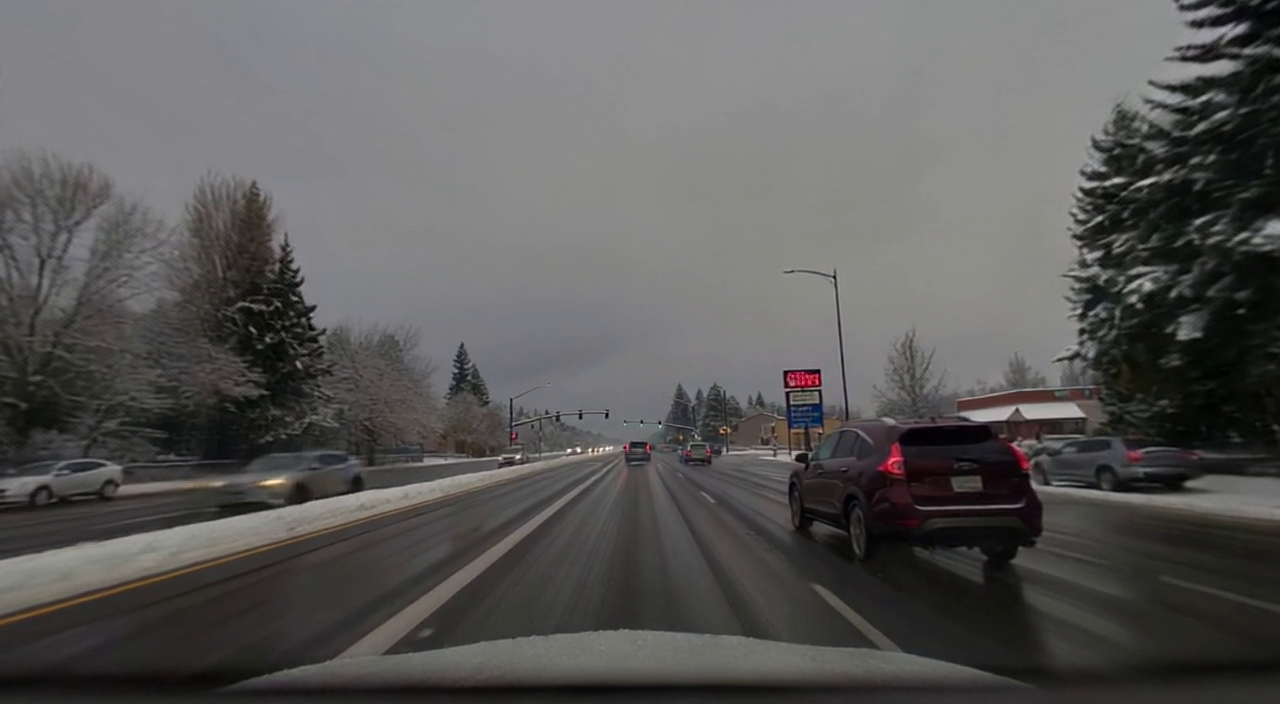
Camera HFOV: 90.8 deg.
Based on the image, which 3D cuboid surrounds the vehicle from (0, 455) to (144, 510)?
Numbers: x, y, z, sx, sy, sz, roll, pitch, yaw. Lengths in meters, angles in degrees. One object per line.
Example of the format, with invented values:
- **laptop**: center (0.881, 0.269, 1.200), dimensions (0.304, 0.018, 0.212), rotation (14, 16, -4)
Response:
- **vehicle**: center (-20.055, 4.344, 21.553), dimensions (2.201, 1.561, 5.095), rotation (0, -8, -2)

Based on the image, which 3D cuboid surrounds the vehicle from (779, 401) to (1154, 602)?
- **vehicle**: center (3.182, 1.552, 7.440), dimensions (2.022, 1.643, 4.326), rotation (0, -8, -1)

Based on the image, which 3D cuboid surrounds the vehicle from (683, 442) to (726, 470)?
- **vehicle**: center (3.520, 5.741, 35.077), dimensions (1.889, 1.473, 4.303), rotation (0, -8, -1)

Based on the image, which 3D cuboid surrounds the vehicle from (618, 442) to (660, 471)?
- **vehicle**: center (-0.066, 5.638, 34.421), dimensions (2.135, 1.468, 4.076), rotation (0, -8, 0)

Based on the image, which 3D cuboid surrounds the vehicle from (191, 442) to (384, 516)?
- **vehicle**: center (-8.220, 2.960, 15.369), dimensions (2.062, 1.499, 4.528), rotation (0, -8, 1)

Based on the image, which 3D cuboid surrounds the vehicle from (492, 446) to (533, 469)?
- **vehicle**: center (-8.604, 7.105, 42.900), dimensions (1.862, 1.446, 4.333), rotation (0, -8, 1)
